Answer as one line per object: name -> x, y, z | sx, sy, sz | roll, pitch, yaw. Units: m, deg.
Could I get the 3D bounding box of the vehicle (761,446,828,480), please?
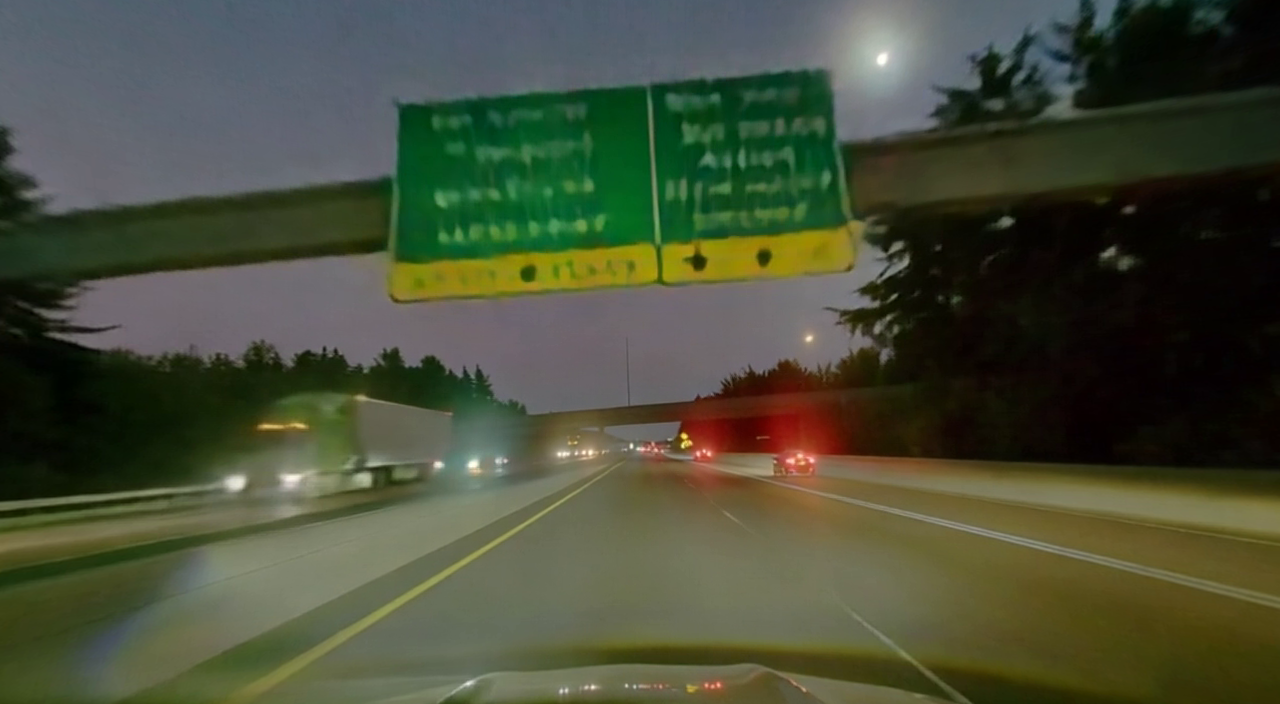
vehicle -> 7.084, 5.142, 29.355 | 1.987, 1.473, 4.244 | 0, -9, 0

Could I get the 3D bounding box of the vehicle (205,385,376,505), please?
vehicle -> -12.926, 3.561, 24.042 | 2.986, 3.986, 5.798 | 0, -9, 0

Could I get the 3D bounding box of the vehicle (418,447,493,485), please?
vehicle -> -8.673, 5.404, 30.177 | 2.123, 1.631, 4.828 | 0, -9, 0
